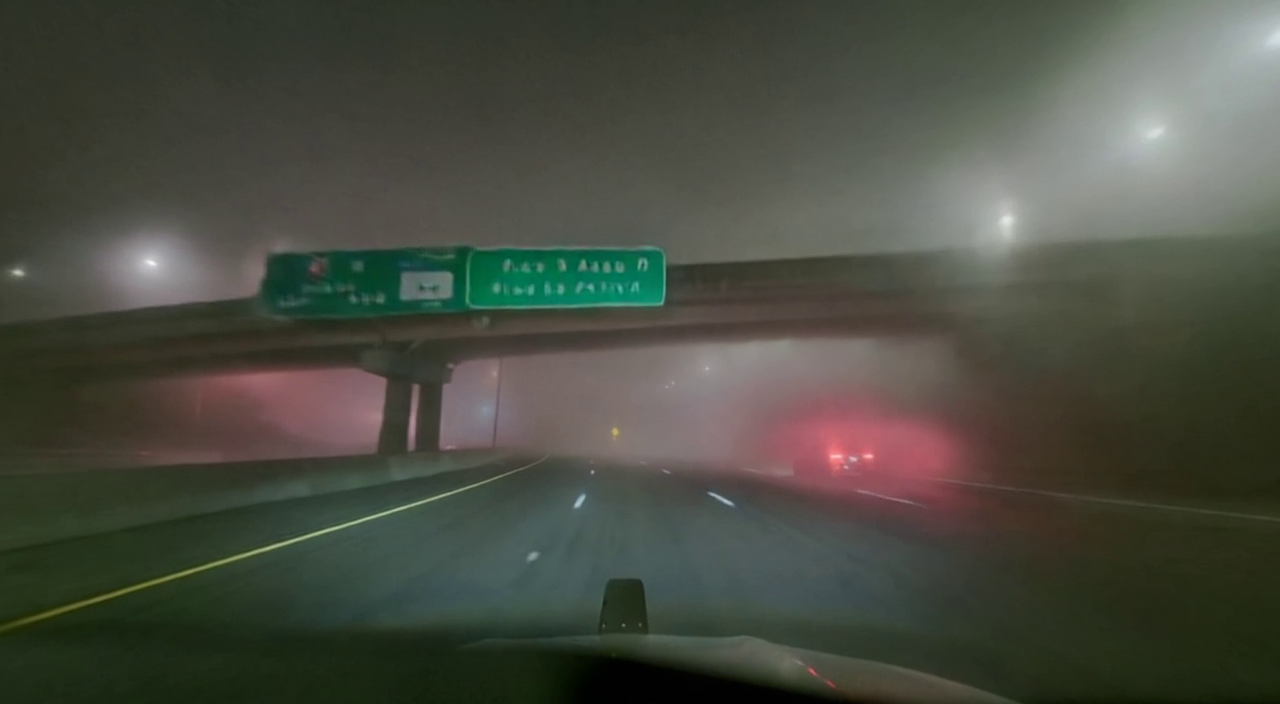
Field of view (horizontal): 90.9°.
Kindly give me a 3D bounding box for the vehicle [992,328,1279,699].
[{"bbox_3d":[3.983,0.721,2.788,2.039,1.701,4.834,-1,-8,0],"label":"vehicle"}]
